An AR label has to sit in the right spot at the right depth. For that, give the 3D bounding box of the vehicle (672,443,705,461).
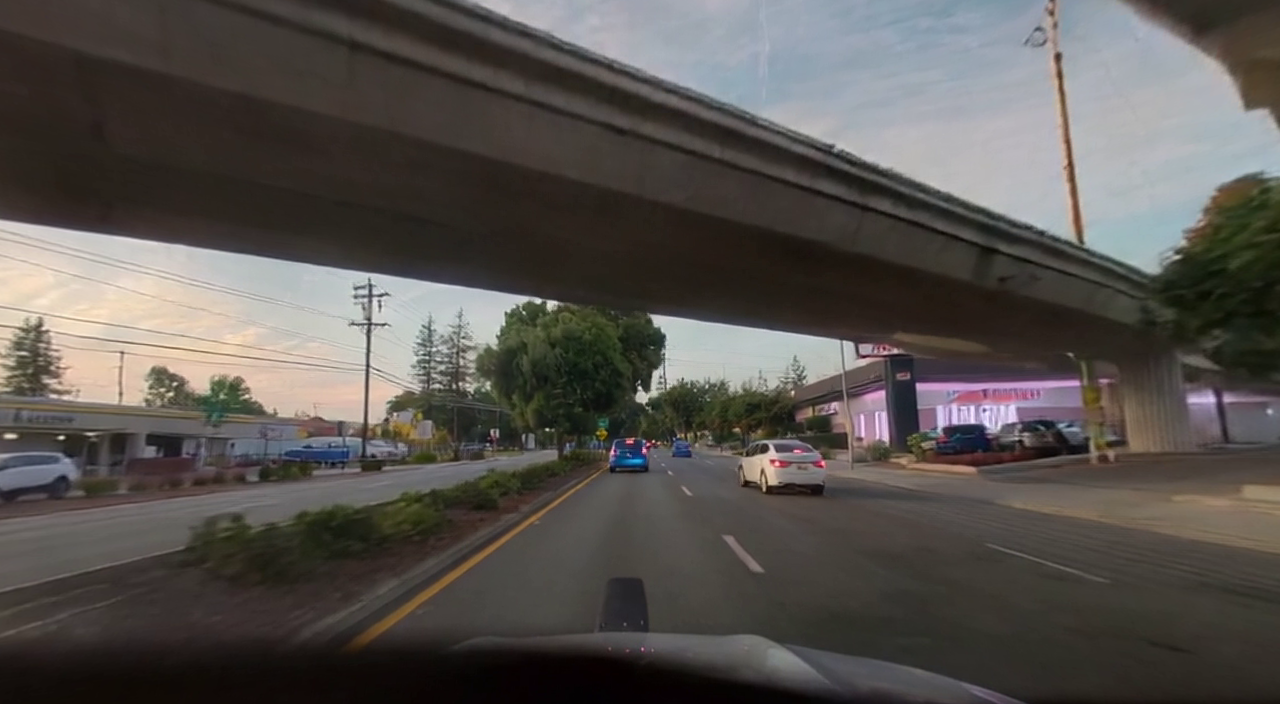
[{"bbox_3d":[3.724,7.804,49.349,2.126,1.375,4.241,0,-8,-2],"label":"vehicle"}]

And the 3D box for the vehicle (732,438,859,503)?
[{"bbox_3d":[3.897,3.042,16.700,1.954,1.479,4.557,0,-8,-3],"label":"vehicle"}]

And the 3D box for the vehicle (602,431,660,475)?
[{"bbox_3d":[-0.384,4.618,29.014,2.441,1.813,4.581,0,-8,0],"label":"vehicle"}]
